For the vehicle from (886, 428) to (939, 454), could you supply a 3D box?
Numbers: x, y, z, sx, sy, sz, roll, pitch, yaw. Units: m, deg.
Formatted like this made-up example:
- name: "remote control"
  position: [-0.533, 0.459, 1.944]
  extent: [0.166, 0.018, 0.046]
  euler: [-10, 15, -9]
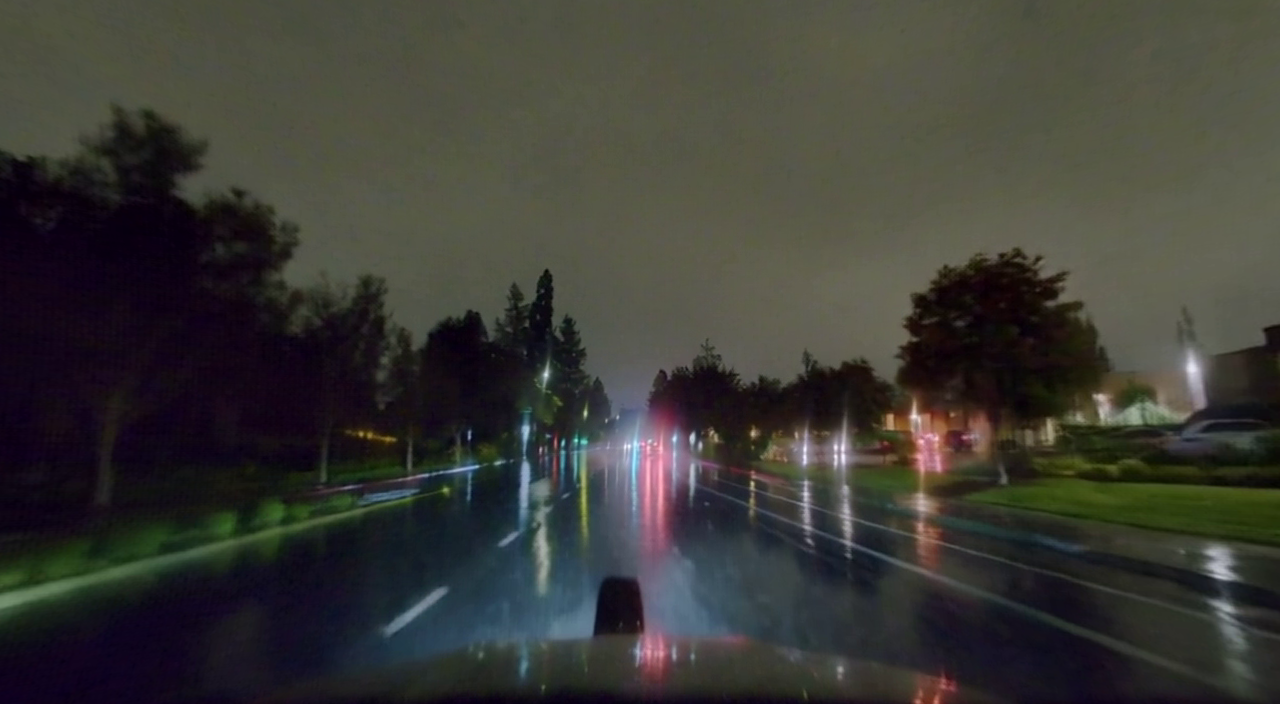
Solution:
- name: "vehicle"
  position: [19.612, 6.496, 45.638]
  extent: [1.924, 1.703, 4.254]
  euler: [-2, -10, 0]
